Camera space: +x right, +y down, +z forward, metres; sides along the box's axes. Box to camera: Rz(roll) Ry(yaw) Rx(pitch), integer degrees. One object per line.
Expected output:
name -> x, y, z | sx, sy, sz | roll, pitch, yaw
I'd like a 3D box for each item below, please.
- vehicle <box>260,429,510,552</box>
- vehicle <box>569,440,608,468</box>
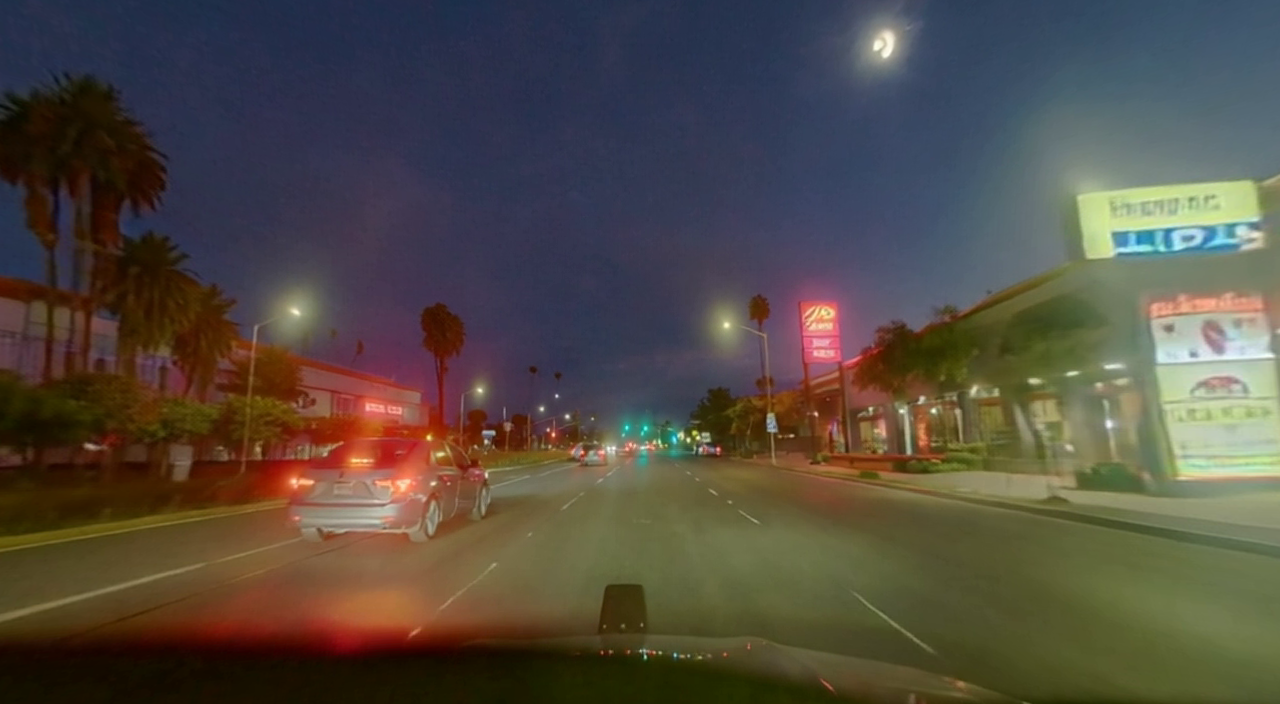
vehicle -> -3.626, 2.052, 10.074 | 2.032, 1.511, 4.424 | 0, -9, 2
vehicle -> -3.226, 6.484, 40.231 | 2.024, 1.636, 4.121 | 0, -9, 1
